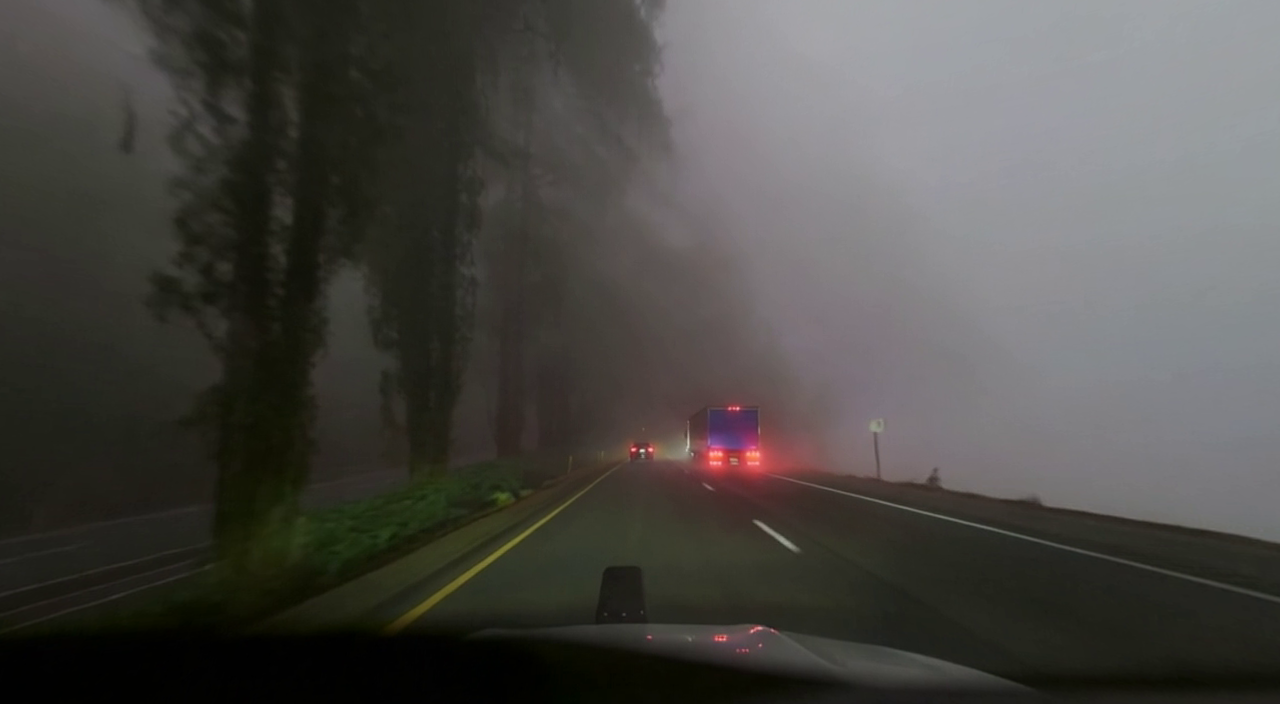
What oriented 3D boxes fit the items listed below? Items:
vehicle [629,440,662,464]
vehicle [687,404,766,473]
[{"bbox_3d":[0.369,6.953,43.579,2.170,1.544,4.373,0,-9,0],"label":"vehicle"},{"bbox_3d":[4.375,4.703,33.670,3.015,3.211,7.982,1,-9,-1],"label":"vehicle"}]
